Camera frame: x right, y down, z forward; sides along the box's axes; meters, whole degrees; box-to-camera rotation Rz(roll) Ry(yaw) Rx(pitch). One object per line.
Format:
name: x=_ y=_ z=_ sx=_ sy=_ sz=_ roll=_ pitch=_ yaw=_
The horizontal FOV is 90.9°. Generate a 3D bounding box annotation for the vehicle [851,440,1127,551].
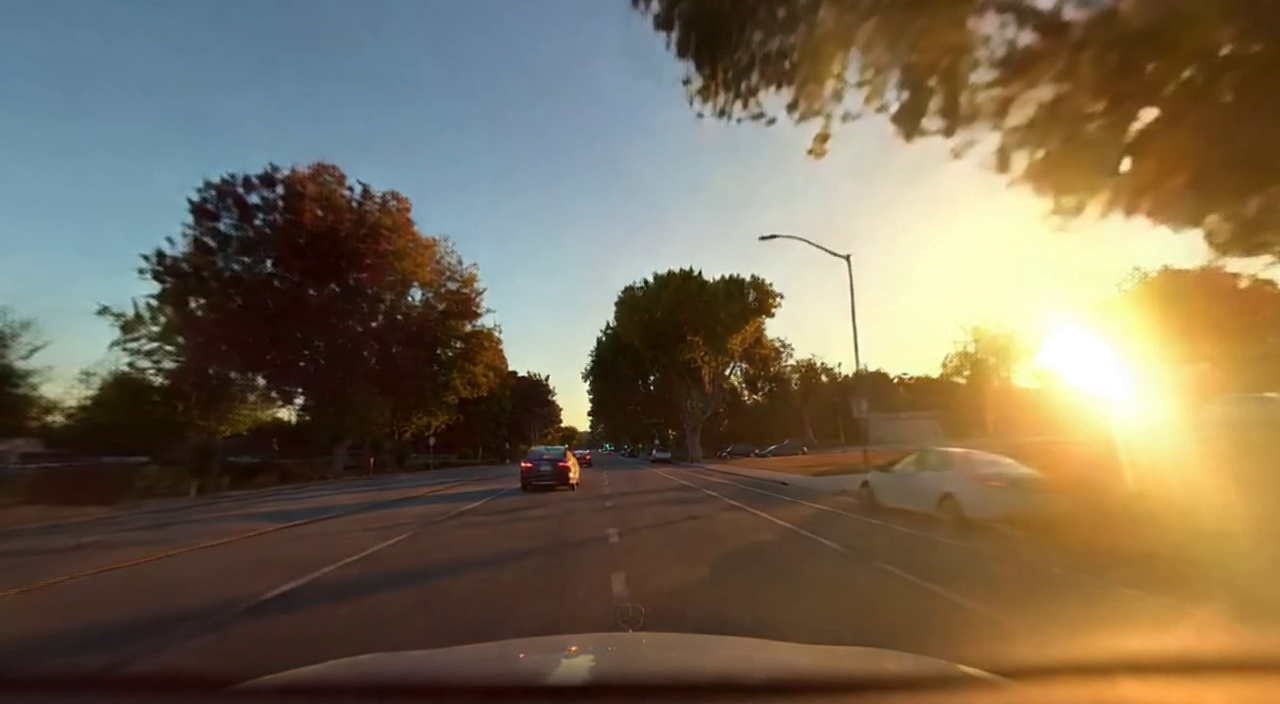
vehicle: x=5.688 y=2.353 z=11.183 sx=2.164 sy=1.511 sz=4.571 roll=0 pitch=-8 yaw=-2

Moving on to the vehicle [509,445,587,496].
vehicle: x=-2.879 y=3.799 z=20.696 sx=2.099 sy=1.470 sz=4.302 roll=0 pitch=-8 yaw=-3
